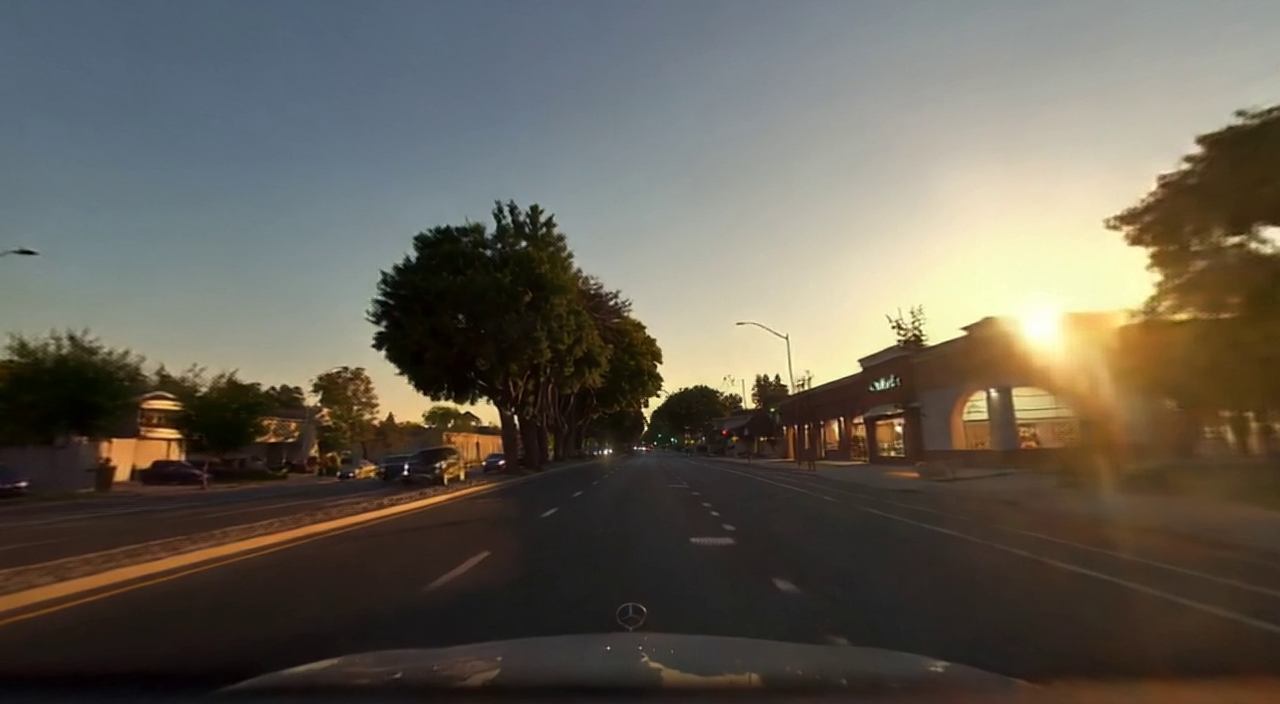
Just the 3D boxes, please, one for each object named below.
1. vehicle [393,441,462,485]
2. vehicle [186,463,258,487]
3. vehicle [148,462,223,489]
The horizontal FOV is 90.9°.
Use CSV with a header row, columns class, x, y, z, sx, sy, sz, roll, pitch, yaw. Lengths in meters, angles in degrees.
class,x,y,z,sx,sy,sz,roll,pitch,yaw
vehicle,-9.736,5.090,29.190,2.012,1.756,4.268,-2,-8,-4
vehicle,-28.486,8.361,43.138,1.865,1.391,4.516,0,-8,0
vehicle,-30.884,8.363,43.004,1.903,1.517,4.497,-3,-8,-3
